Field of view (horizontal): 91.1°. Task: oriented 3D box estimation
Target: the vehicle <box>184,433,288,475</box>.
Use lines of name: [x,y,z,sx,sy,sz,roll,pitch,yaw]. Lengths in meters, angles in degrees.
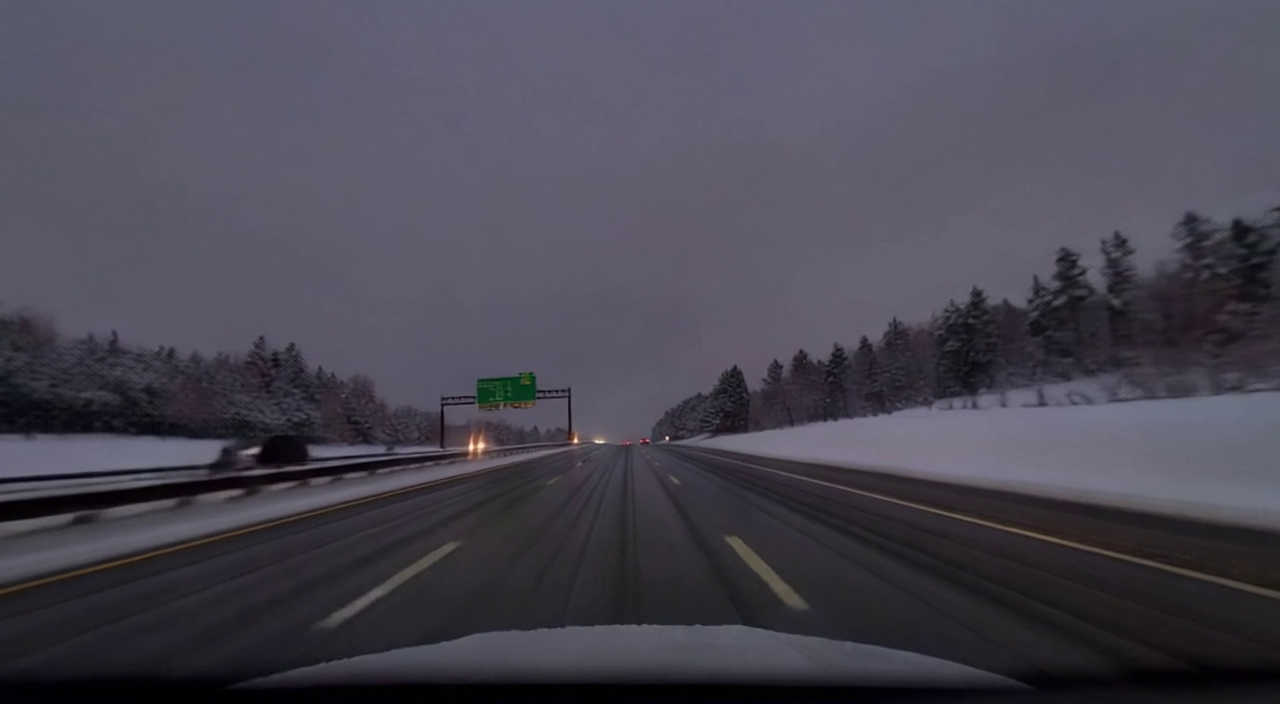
vehicle: [-20.022,5.031,31.450,2.028,1.902,4.798,0,-8,0]
